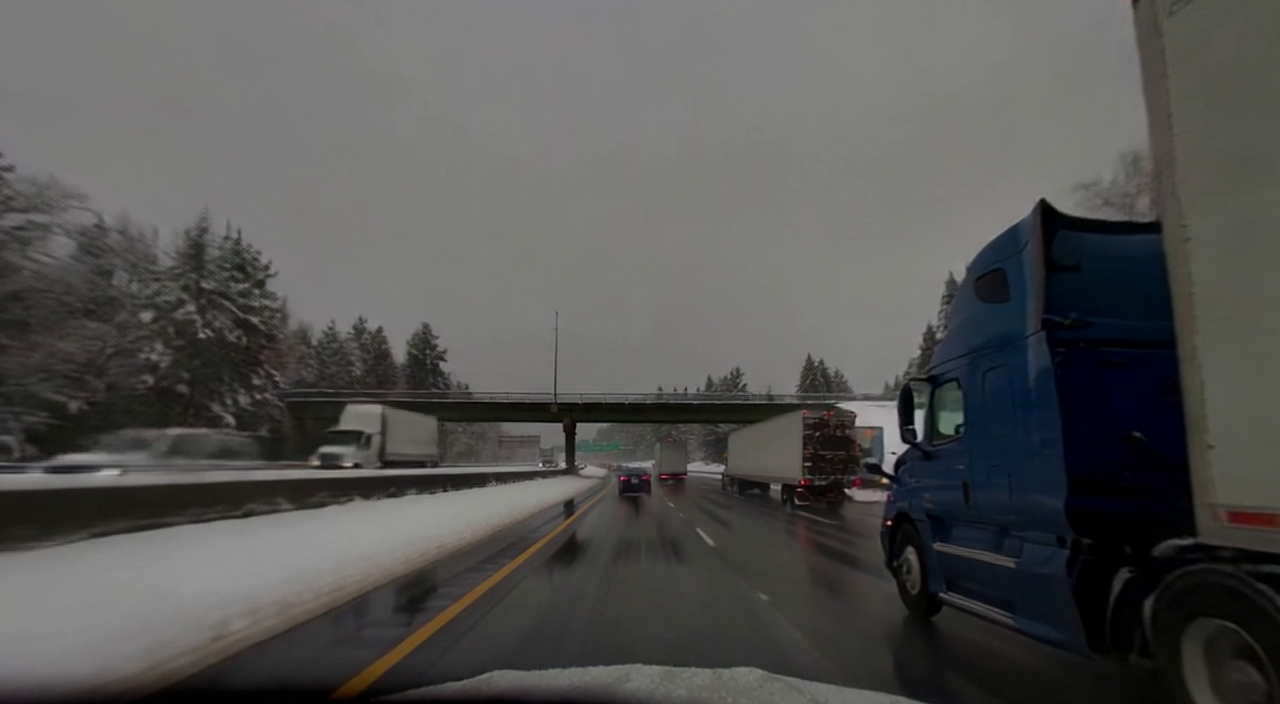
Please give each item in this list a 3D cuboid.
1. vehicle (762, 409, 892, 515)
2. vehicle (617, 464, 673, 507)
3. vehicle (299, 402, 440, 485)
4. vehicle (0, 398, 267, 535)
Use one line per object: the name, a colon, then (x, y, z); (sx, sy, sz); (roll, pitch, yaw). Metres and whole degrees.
vehicle: (7.413, 4.639, 26.393); (2.839, 3.684, 8.091); (1, -11, -1)
vehicle: (0.164, 5.294, 25.185); (2.067, 1.552, 3.601); (1, -11, 0)
vehicle: (-13.196, 4.806, 31.978); (2.965, 3.557, 9.170); (1, -11, 0)
vehicle: (-8.568, 1.851, 10.246); (1.963, 1.668, 4.888); (1, -11, 0)
